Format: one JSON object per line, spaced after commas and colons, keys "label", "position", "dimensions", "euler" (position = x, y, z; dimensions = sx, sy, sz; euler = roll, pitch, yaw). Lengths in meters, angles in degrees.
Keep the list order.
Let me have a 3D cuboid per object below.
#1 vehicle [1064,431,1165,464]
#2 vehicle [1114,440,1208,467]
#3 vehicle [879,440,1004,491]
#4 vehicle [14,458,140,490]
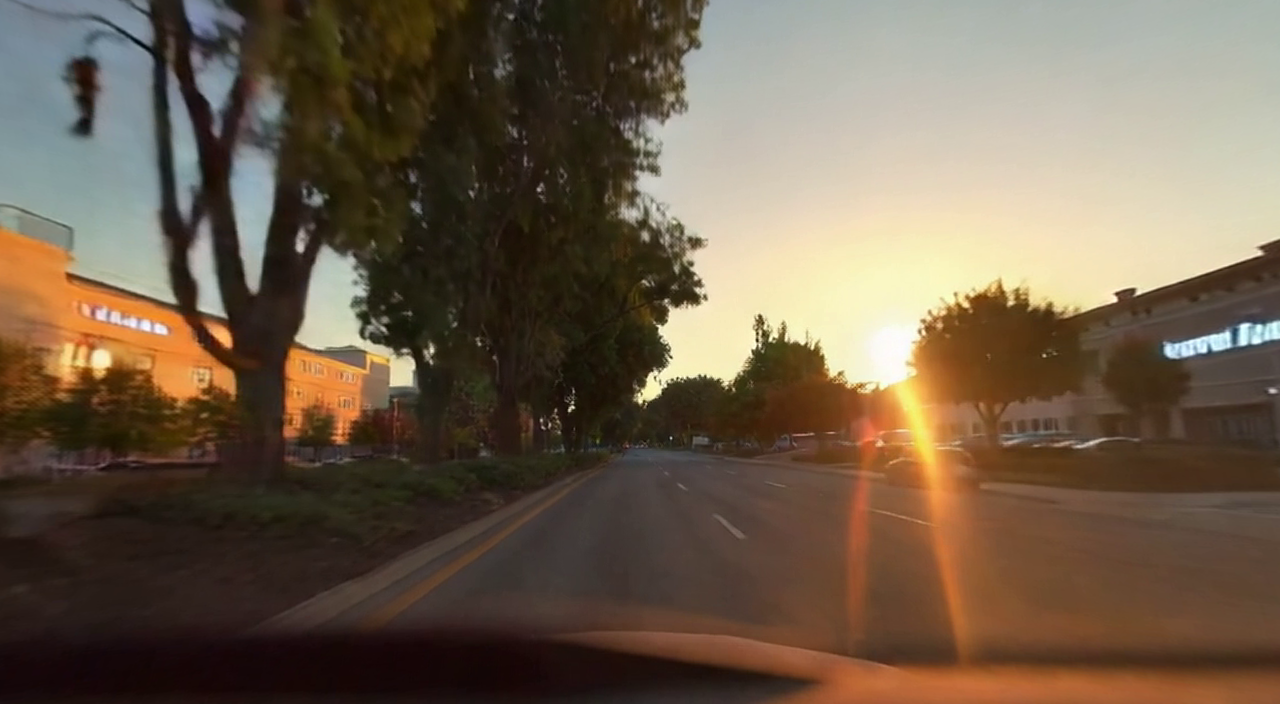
{"label": "vehicle", "position": [26.284, 5.325, 35.129], "dimensions": [1.985, 1.723, 4.672], "euler": [0, -9, 0]}
{"label": "vehicle", "position": [29.166, 5.664, 35.381], "dimensions": [1.931, 1.408, 3.757], "euler": [1, -8, -2]}
{"label": "vehicle", "position": [10.148, 3.824, 21.648], "dimensions": [2.013, 1.551, 4.460], "euler": [1, -8, -1]}
{"label": "vehicle", "position": [-30.533, 6.632, 34.222], "dimensions": [4.920, 1.475, 1.984], "euler": [-1, -7, 0]}
